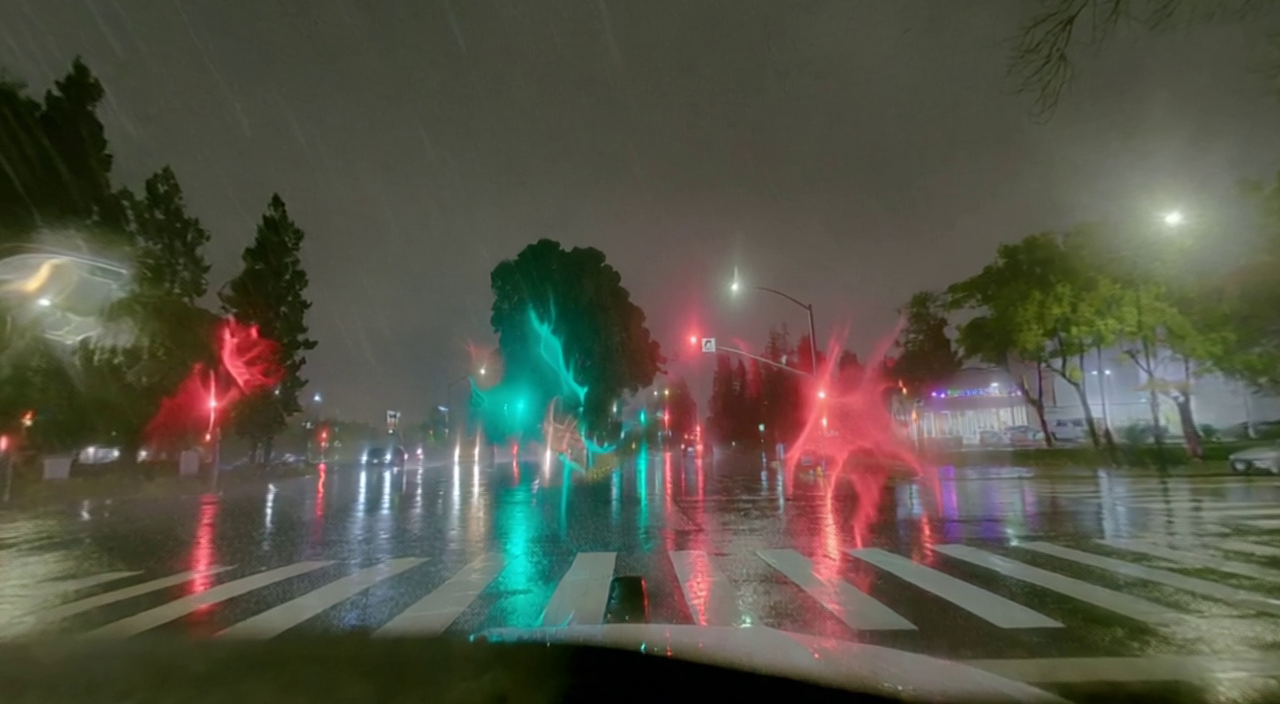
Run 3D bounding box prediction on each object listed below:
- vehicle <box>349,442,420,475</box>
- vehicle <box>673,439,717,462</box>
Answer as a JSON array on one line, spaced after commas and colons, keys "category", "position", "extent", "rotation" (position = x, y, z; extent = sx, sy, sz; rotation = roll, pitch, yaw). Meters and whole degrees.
[{"category": "vehicle", "position": [-14.819, 6.191, 36.844], "extent": [2.169, 1.753, 4.640], "rotation": [0, -9, 1]}, {"category": "vehicle", "position": [3.871, 6.831, 43.702], "extent": [2.521, 1.522, 4.418], "rotation": [-2, -9, 12]}]
